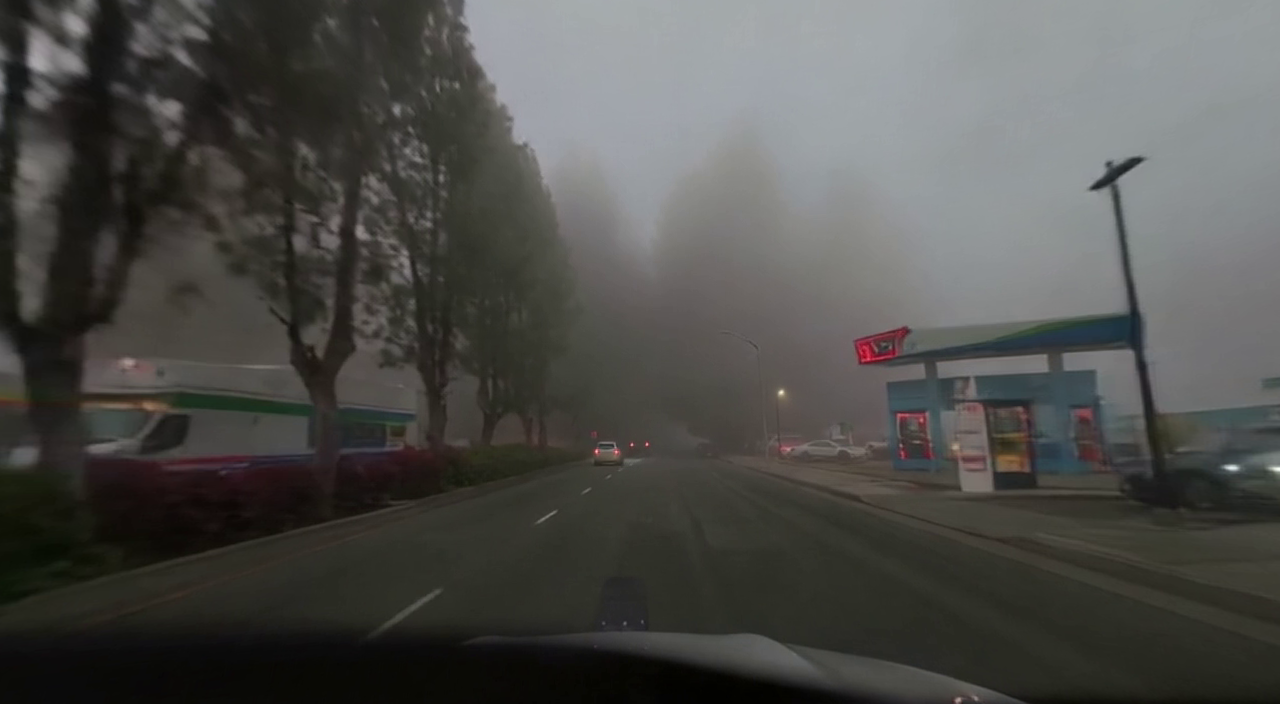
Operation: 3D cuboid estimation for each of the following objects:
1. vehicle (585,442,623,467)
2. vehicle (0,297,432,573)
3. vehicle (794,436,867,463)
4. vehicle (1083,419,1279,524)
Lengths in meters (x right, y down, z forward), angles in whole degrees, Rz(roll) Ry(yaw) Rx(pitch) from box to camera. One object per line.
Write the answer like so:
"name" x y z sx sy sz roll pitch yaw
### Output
"vehicle" -2.089 6.128 37.731 1.959 1.406 4.272 0 -9 1
"vehicle" -8.475 1.896 14.191 3.056 3.289 13.199 -2 -8 1
"vehicle" 13.133 6.731 43.600 4.454 1.776 1.891 0 -8 3
"vehicle" 10.117 1.967 10.766 1.888 1.465 4.727 -1 -9 3
